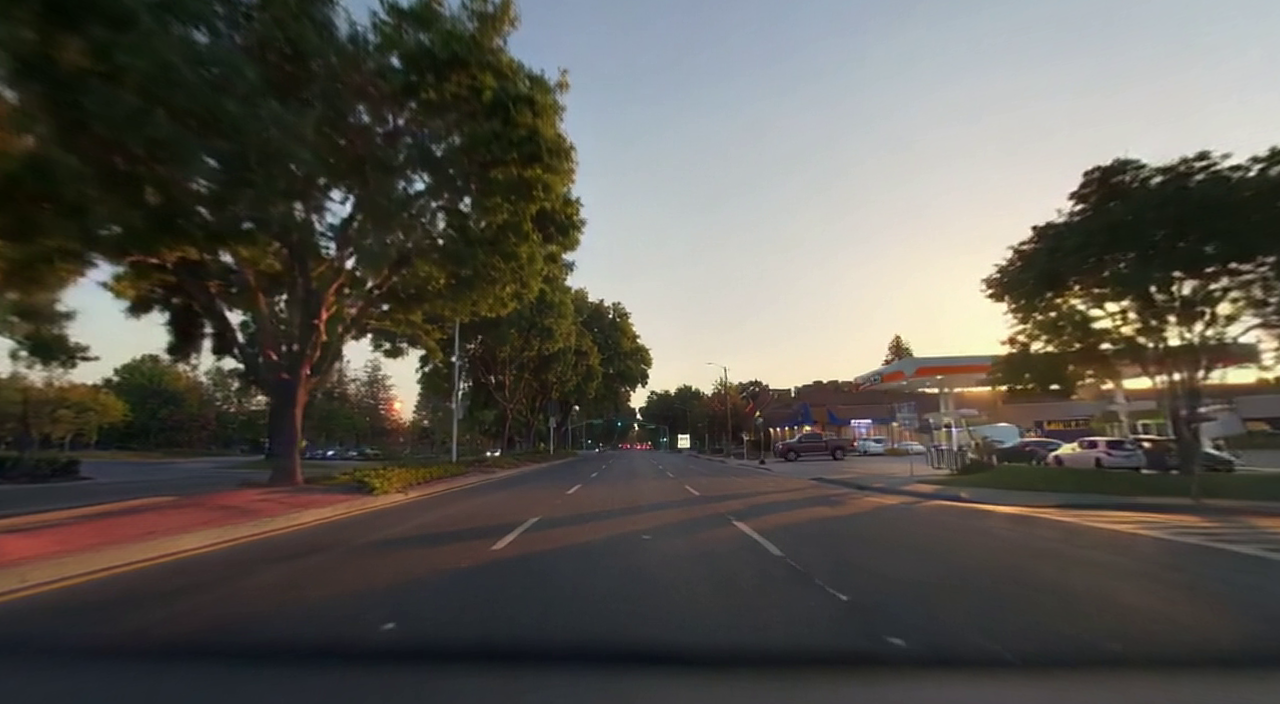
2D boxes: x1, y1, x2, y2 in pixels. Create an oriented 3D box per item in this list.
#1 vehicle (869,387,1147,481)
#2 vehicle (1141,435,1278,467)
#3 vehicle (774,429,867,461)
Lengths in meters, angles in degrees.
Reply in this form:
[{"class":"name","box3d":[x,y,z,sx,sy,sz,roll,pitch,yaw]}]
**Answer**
[{"class":"vehicle","box3d":[14.230,3.262,25.014,9.127,3.409,2.992,1,-8,-2]},{"class":"vehicle","box3d":[27.470,4.778,30.585,4.610,1.467,2.005,0,-8,1]},{"class":"vehicle","box3d":[13.118,6.812,46.313,6.063,2.313,2.534,0,-8,1]}]
